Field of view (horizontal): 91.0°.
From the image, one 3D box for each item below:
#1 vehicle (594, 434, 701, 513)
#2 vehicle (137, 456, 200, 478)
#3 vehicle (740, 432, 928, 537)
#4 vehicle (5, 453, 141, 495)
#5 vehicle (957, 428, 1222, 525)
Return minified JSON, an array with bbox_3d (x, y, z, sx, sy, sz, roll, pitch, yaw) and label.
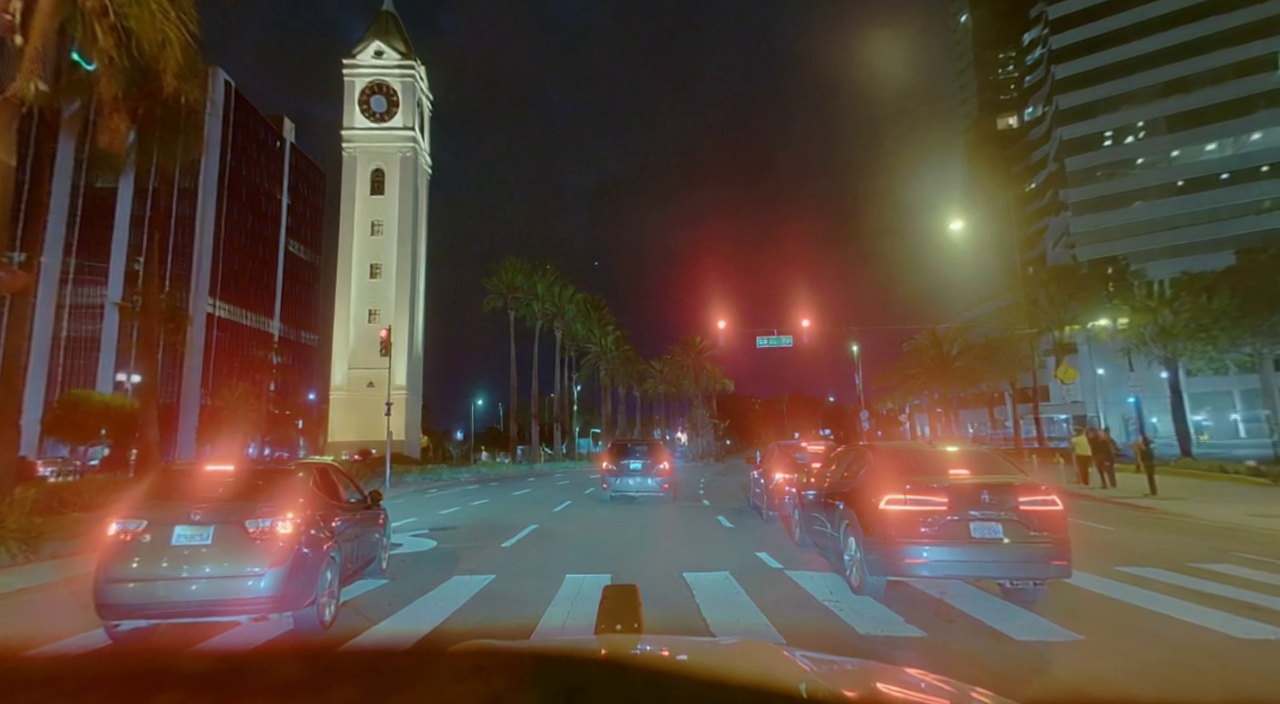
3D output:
[{"bbox_3d":[0.177,2.612,13.994,2.048,1.503,3.681,0,-9,1],"label":"vehicle"},{"bbox_3d":[-36.768,8.978,49.222,1.700,1.527,4.445,1,-9,-4],"label":"vehicle"},{"bbox_3d":[3.113,2.222,11.194,1.913,1.469,4.425,0,-9,0],"label":"vehicle"},{"bbox_3d":[-26.698,5.719,29.931,2.105,1.793,4.812,0,-9,-4],"label":"vehicle"},{"bbox_3d":[8.177,2.283,12.089,1.859,1.508,4.259,0,-9,-1],"label":"vehicle"}]
